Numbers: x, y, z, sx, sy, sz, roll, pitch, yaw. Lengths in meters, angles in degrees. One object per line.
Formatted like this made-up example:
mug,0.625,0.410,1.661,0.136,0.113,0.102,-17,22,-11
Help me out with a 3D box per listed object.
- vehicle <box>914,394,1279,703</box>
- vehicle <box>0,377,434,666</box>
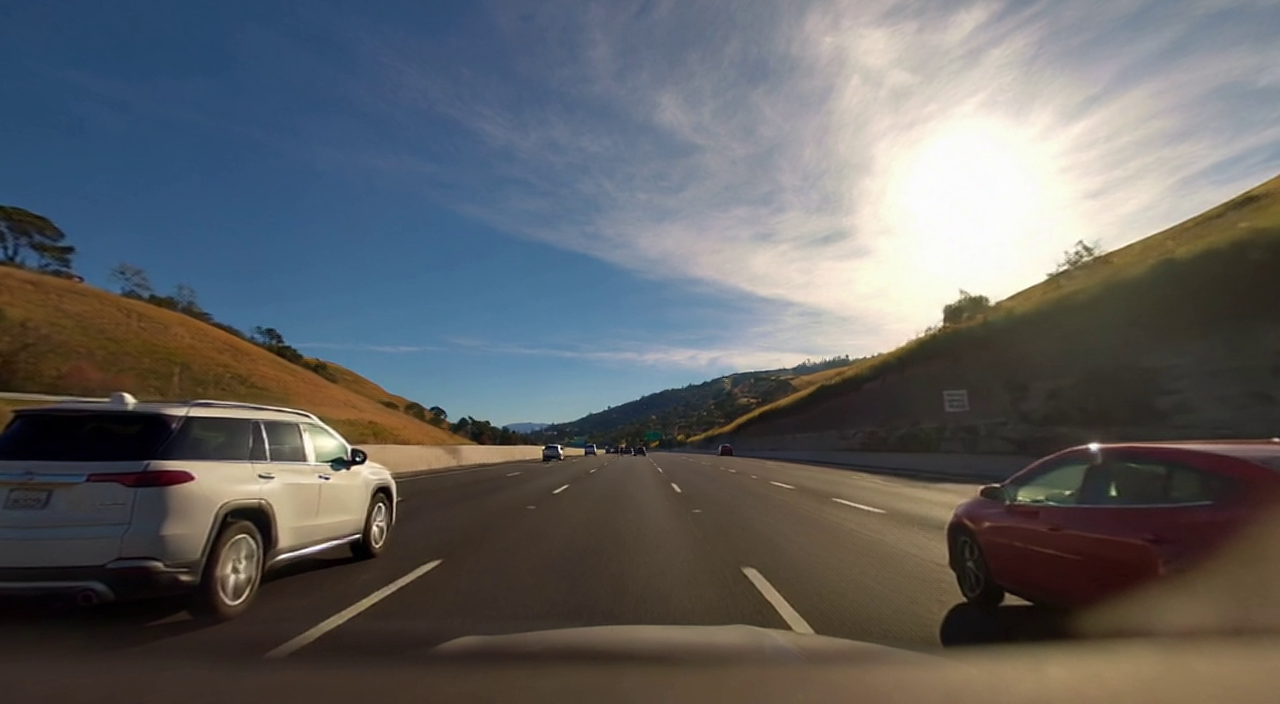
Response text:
vehicle,3.643,1.117,3.950,1.847,1.493,4.303,0,-8,-1
vehicle,-3.836,1.350,6.175,2.047,1.715,4.689,0,-8,0
